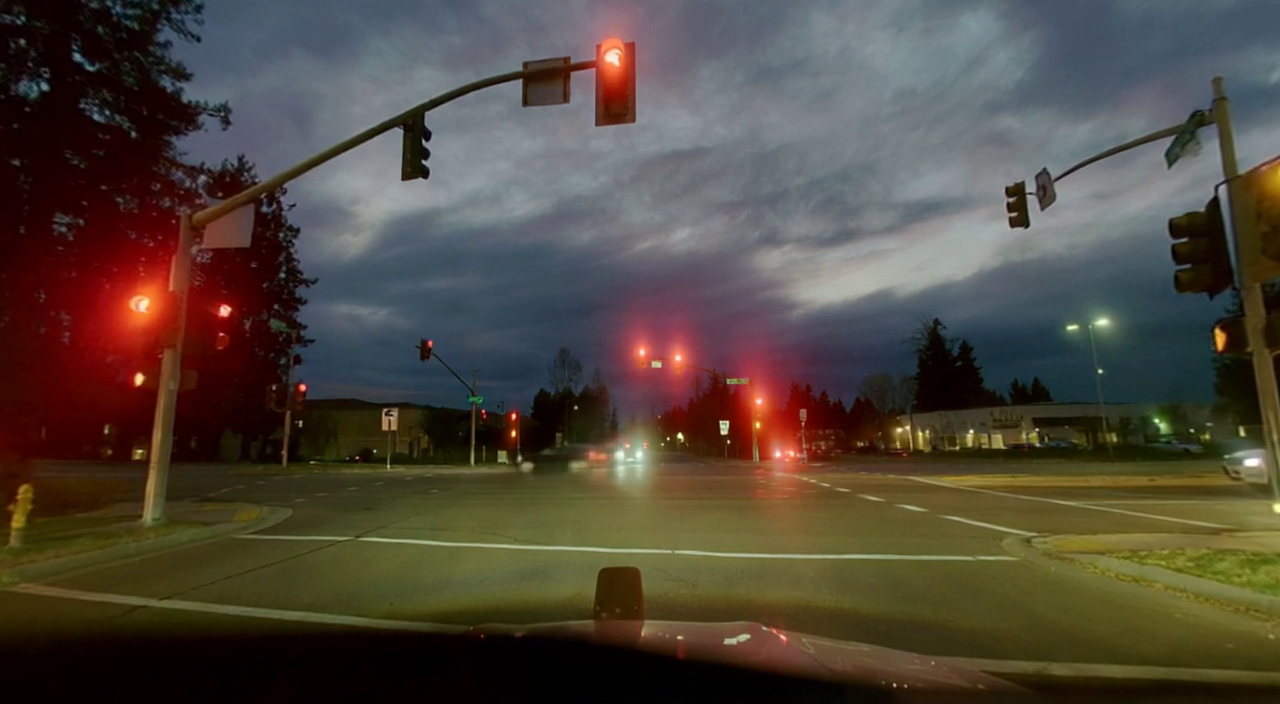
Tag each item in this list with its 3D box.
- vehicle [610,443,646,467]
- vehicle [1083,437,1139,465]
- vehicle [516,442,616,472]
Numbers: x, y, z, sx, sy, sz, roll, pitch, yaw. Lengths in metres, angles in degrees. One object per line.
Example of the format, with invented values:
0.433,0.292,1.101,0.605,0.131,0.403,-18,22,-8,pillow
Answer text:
-0.842,6.830,41.985,2.056,1.492,3.937,1,-9,-6,vehicle
26.979,5.658,36.137,2.092,1.474,4.046,-8,-11,40,vehicle
-3.733,5.319,32.089,4.628,1.414,1.897,-3,-9,16,vehicle
